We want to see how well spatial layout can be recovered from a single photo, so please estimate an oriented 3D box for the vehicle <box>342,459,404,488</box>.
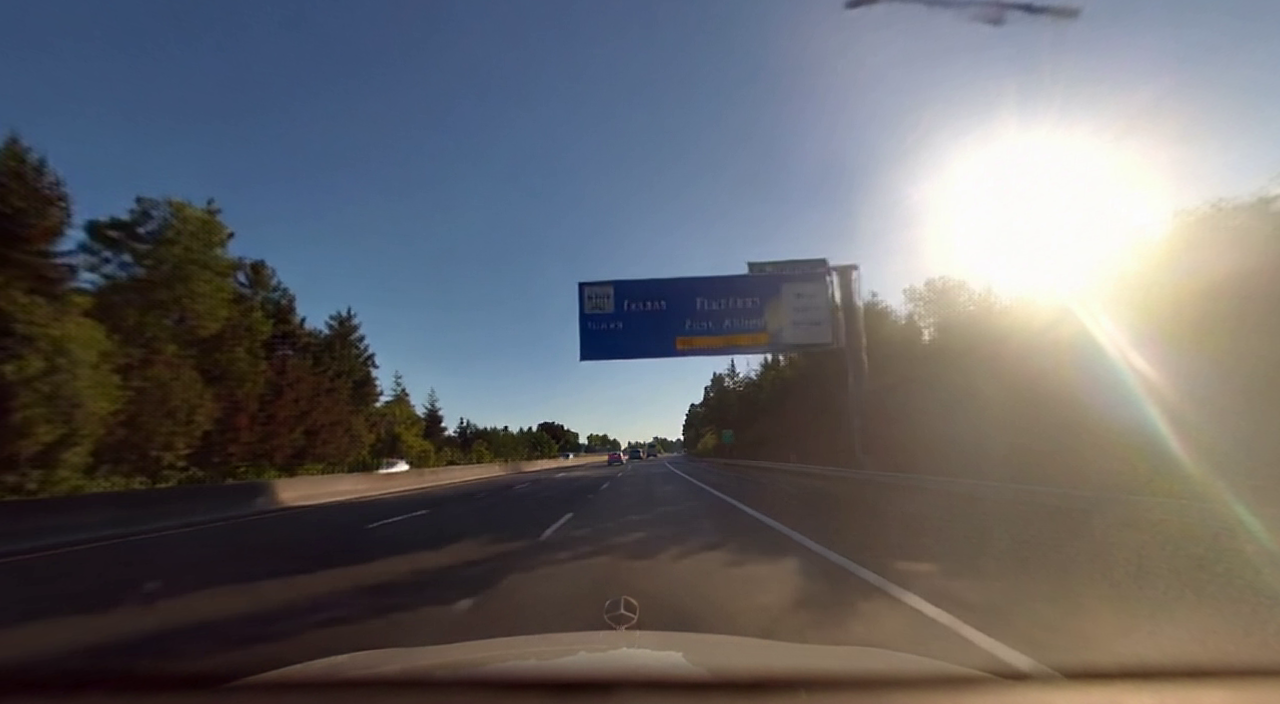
[{"bbox_3d":[-14.932,6.788,35.305,1.780,1.447,3.766,0,-9,1],"label":"vehicle"}]
